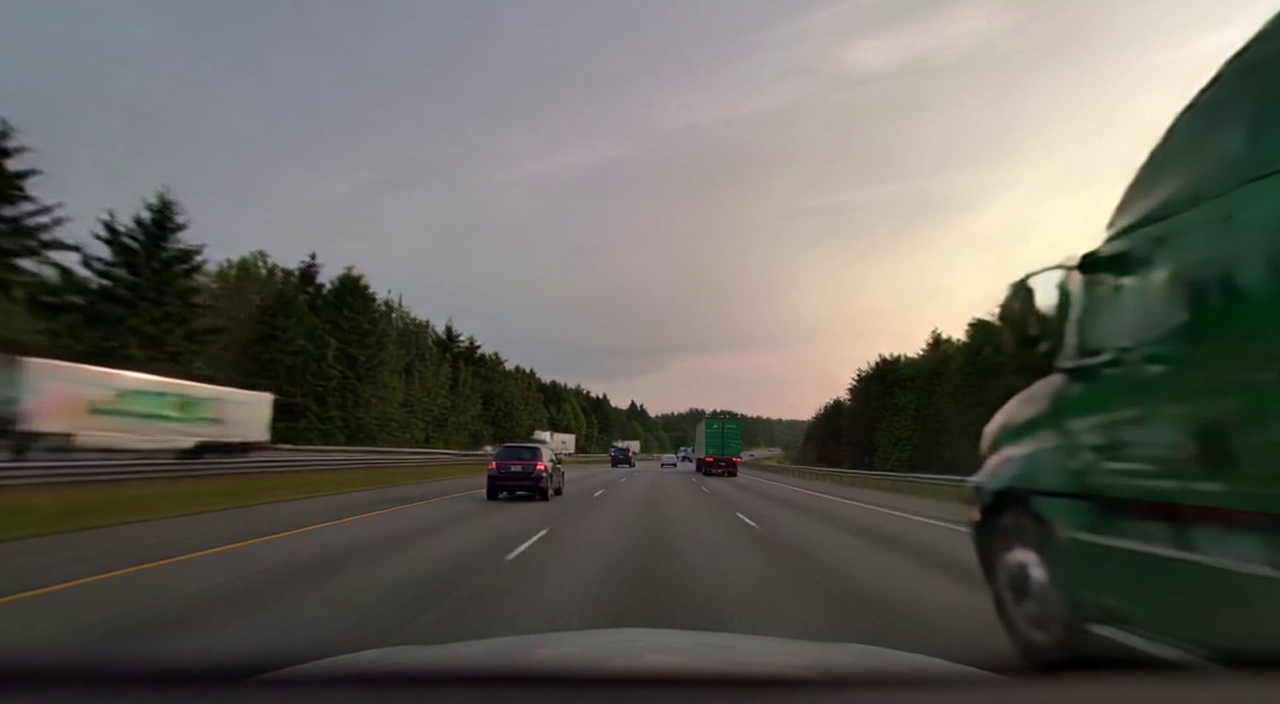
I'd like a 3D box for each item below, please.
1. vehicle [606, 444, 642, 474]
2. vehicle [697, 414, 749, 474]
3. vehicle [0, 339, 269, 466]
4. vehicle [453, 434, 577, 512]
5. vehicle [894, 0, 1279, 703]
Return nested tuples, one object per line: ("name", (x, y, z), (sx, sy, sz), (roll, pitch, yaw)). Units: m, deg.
("vehicle", (-1.111, 7.967, 47.052), (2.201, 2.038, 5.065), (-1, -9, 4))
("vehicle", (6.263, 7.348, 49.734), (3.057, 3.993, 13.914), (-1, -9, 4))
("vehicle", (-21.356, 2.502, 25.536), (3.039, 3.973, 14.729), (-1, -9, 3))
("vehicle", (-3.038, 3.079, 16.447), (2.205, 1.728, 4.397), (0, -9, 2))
("vehicle", (4.041, 0.080, 3.208), (2.949, 3.572, 5.765), (0, -9, 0))
